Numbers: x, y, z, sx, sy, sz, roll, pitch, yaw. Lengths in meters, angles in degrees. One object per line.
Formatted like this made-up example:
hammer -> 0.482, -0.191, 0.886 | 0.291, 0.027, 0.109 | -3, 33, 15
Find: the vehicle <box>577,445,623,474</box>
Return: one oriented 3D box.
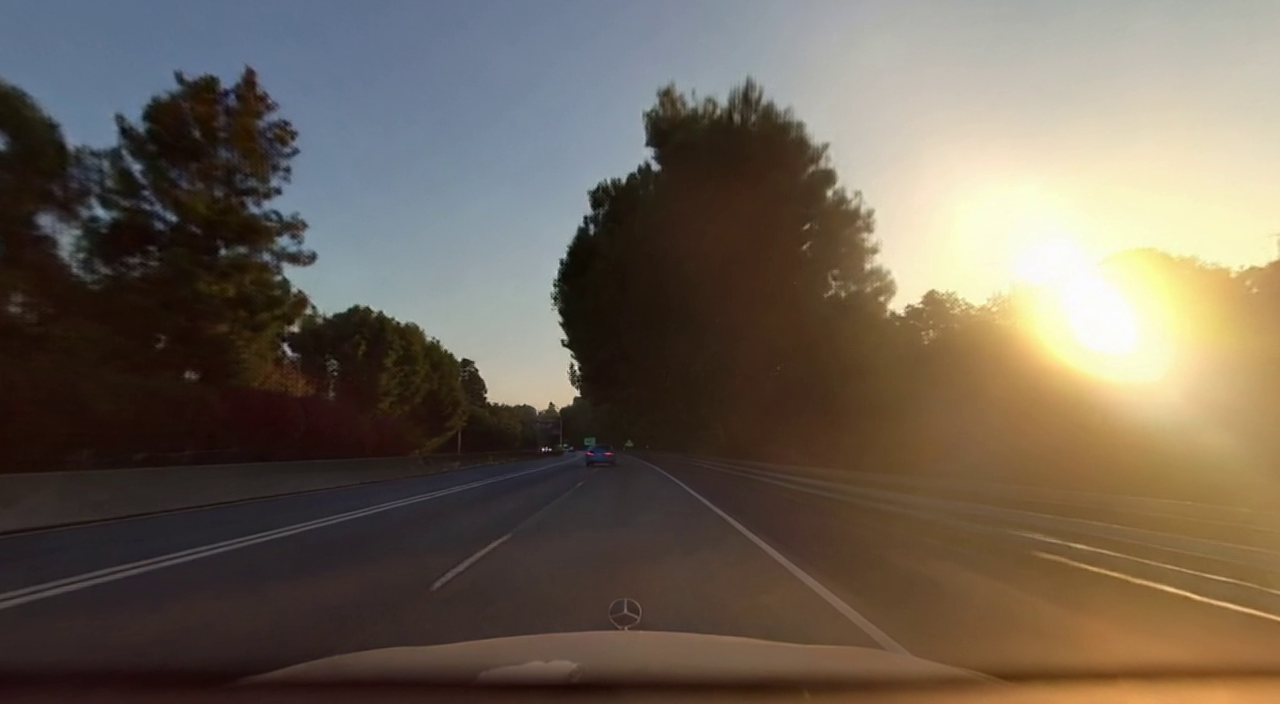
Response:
vehicle -> -2.078, 5.742, 33.944 | 2.126, 1.411, 4.433 | 0, -9, 1
